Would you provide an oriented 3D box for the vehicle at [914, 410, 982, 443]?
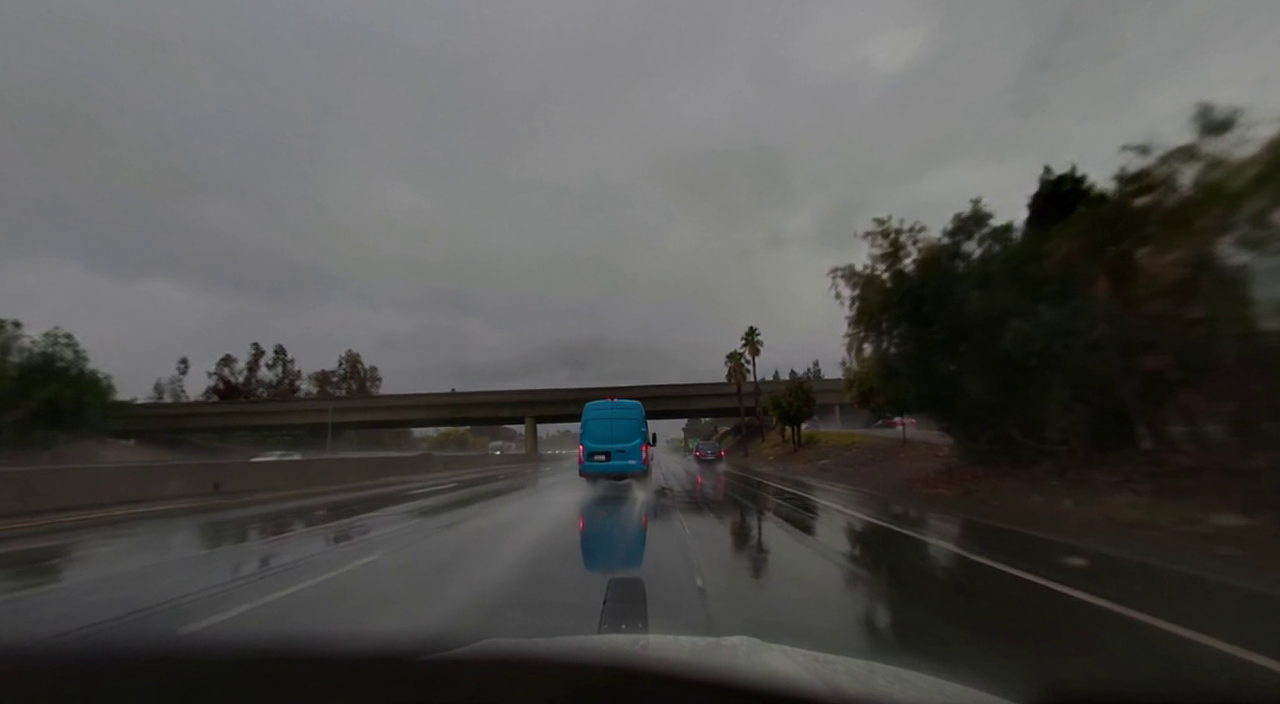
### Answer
[{"bbox_3d":[22.192,5.467,45.560,2.445,2.240,5.659,-1,-8,4],"label":"vehicle"}]

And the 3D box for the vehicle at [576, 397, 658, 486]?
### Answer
[{"bbox_3d":[-0.651,3.236,22.604,2.476,2.776,5.598,0,-8,3],"label":"vehicle"}]

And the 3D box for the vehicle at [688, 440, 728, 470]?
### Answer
[{"bbox_3d":[3.940,6.031,37.052,1.987,1.648,3.984,0,-8,1],"label":"vehicle"}]
